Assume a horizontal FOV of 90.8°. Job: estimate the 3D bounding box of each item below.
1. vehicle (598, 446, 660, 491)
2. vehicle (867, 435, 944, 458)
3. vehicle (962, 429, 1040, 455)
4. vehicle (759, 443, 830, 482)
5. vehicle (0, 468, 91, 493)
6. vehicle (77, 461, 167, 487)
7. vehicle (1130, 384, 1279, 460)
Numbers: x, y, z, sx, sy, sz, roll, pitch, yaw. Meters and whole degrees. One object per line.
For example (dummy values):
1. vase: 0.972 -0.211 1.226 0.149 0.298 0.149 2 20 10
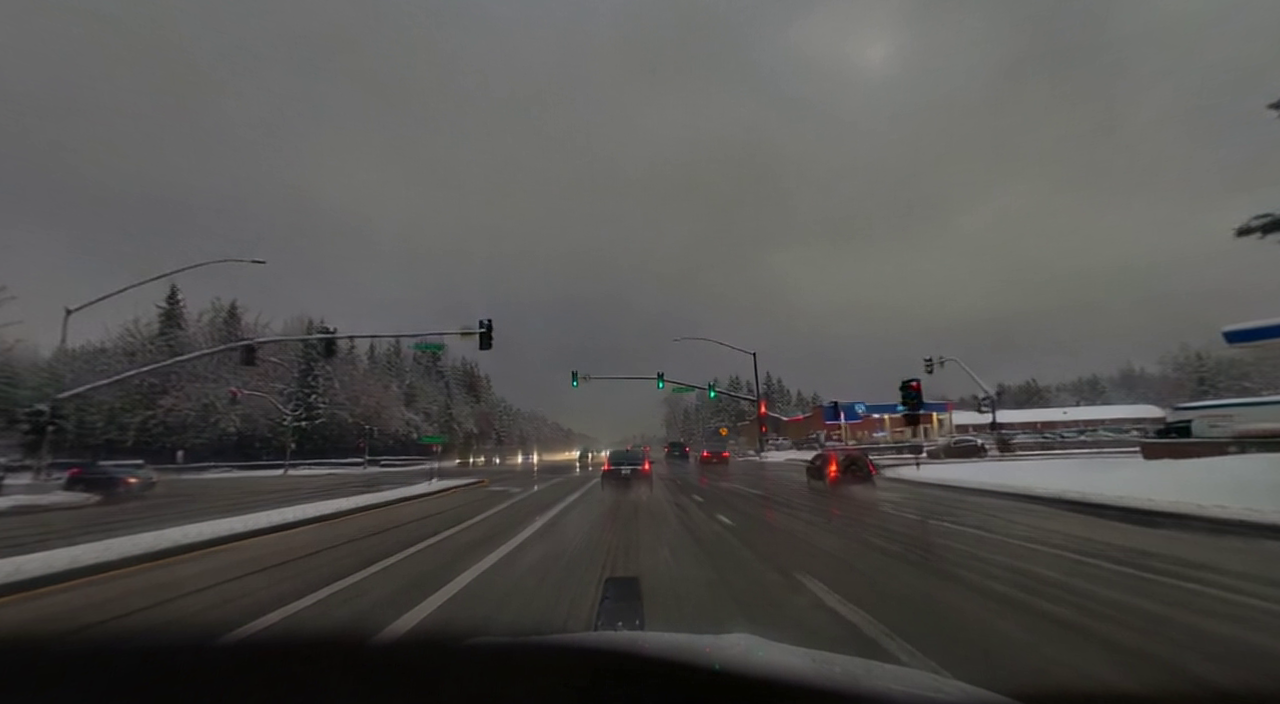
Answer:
1. vehicle: -0.373 4.119 22.670 2.040 1.451 3.736 0 -9 0
2. vehicle: 20.011 7.145 47.734 4.796 1.488 1.966 -2 -9 -1
3. vehicle: 27.345 6.833 47.881 4.724 1.793 1.777 -1 -9 0
4. vehicle: 6.422 4.636 26.756 1.890 1.489 4.396 0 -9 0
5. vehicle: -37.712 8.124 40.006 4.308 1.430 1.824 -1 -9 6
6. vehicle: -34.663 8.159 42.369 4.287 1.612 1.993 0 -9 2
7. vehicle: 29.018 3.620 31.219 2.940 3.265 7.968 0 -9 -1
